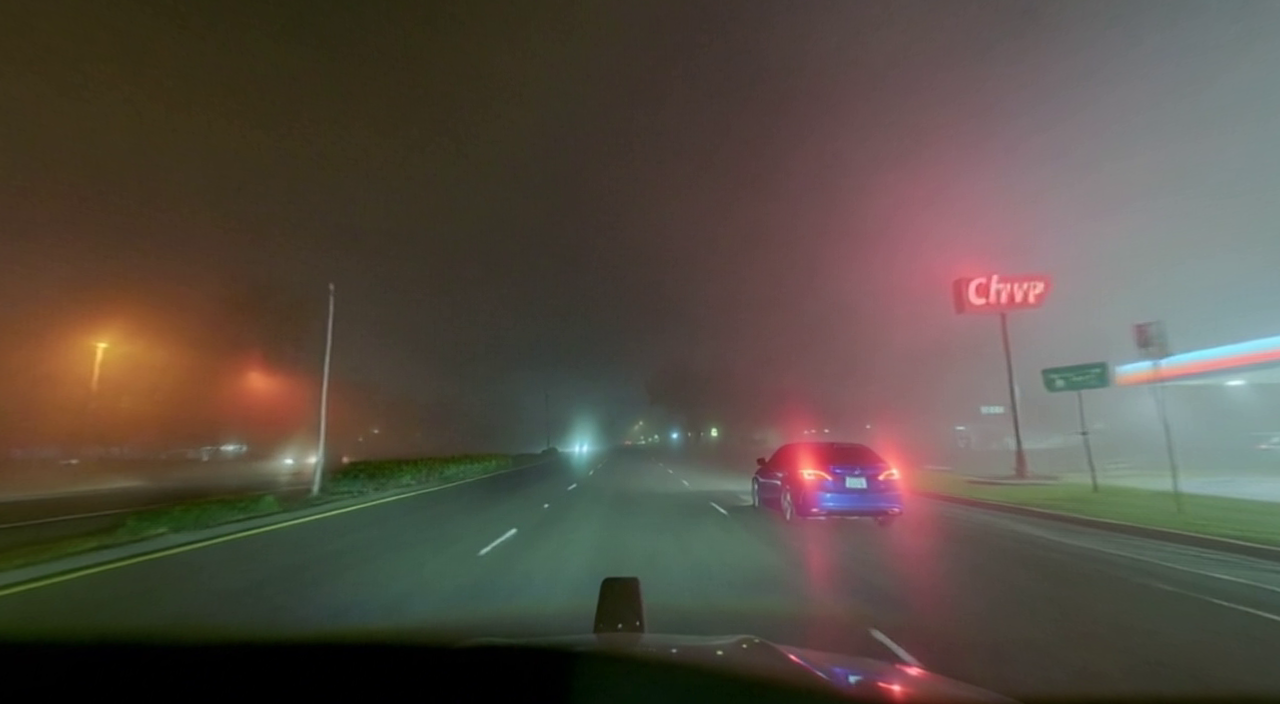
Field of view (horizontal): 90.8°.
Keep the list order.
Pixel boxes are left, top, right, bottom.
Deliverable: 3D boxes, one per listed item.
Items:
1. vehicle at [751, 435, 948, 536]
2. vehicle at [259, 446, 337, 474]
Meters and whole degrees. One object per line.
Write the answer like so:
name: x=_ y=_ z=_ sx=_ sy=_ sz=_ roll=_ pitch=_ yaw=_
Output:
vehicle: x=3.398 y=2.222 z=11.272 sx=1.978 sy=1.442 sz=4.262 roll=0 pitch=-8 yaw=-1
vehicle: x=-19.678 y=6.190 z=36.582 sx=1.892 sy=1.481 sz=4.694 roll=0 pitch=-8 yaw=0
